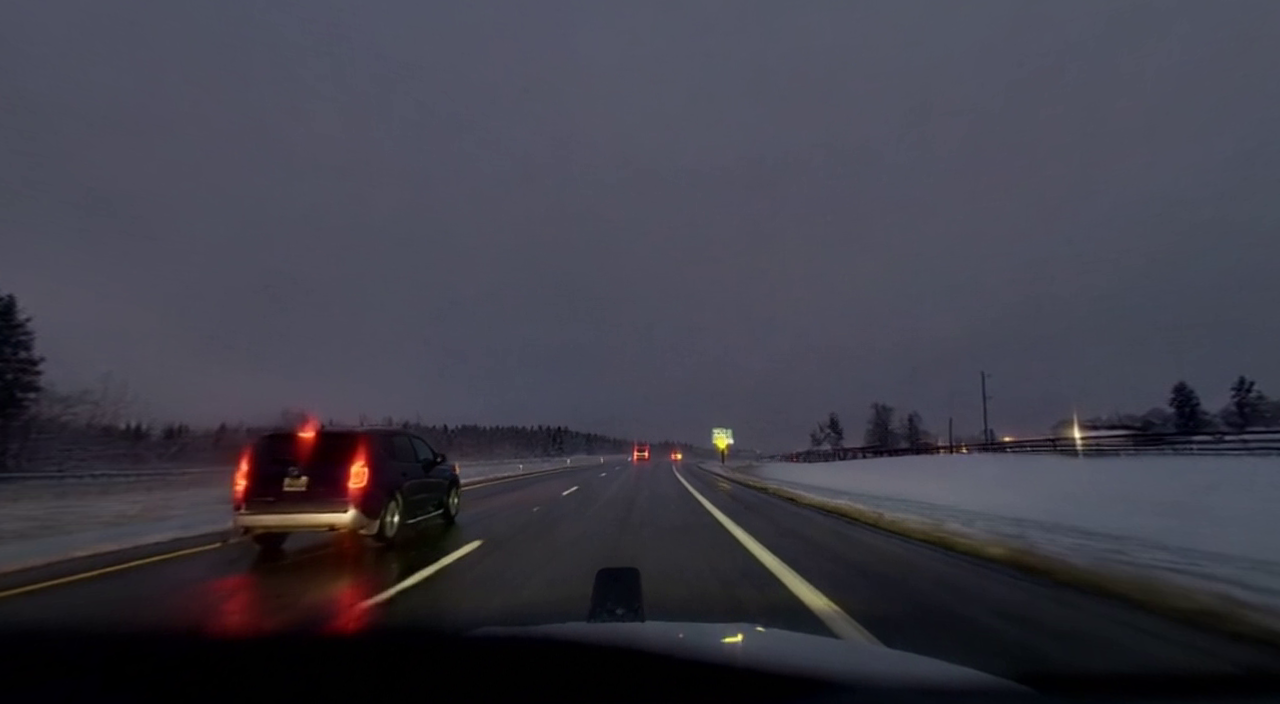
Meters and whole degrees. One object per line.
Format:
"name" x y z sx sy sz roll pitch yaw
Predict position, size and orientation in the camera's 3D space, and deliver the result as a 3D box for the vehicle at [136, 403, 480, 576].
"vehicle" -4.048 1.786 8.942 2.193 1.771 4.757 0 -9 1
